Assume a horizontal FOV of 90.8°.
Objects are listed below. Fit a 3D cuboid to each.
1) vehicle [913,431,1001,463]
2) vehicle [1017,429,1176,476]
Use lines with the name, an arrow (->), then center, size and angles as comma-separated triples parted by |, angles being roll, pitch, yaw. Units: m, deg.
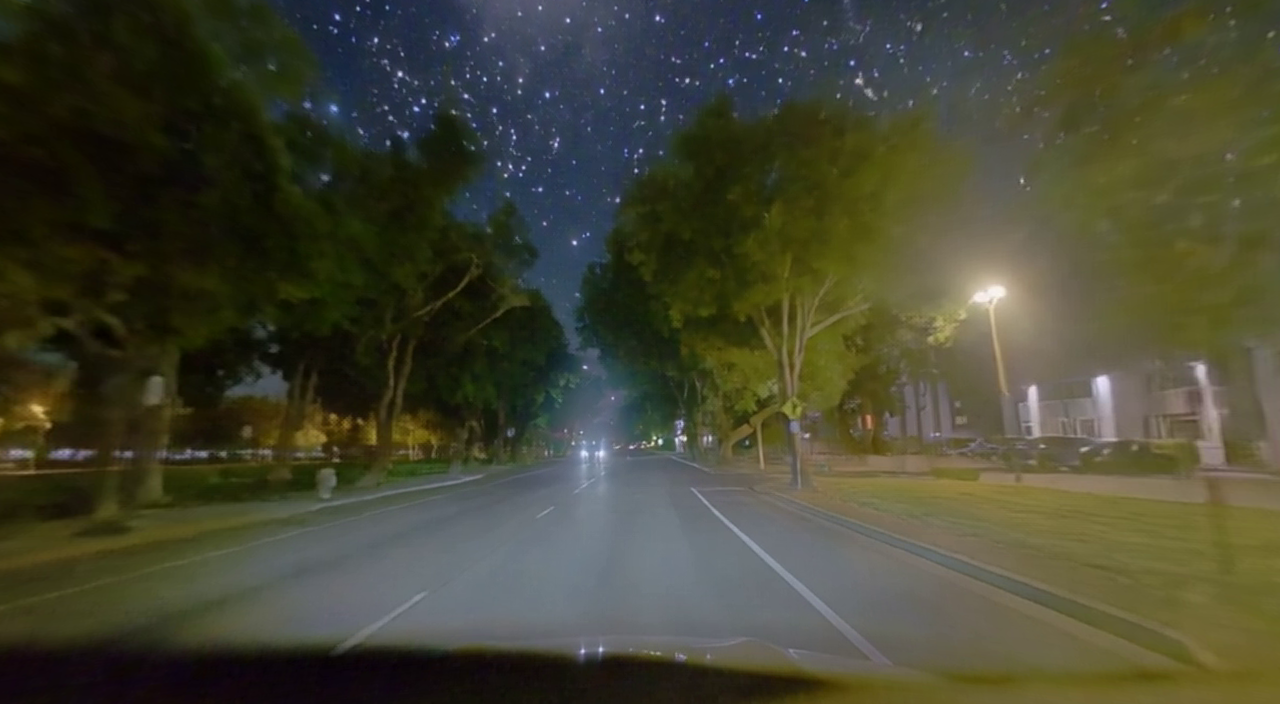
vehicle -> 21.092, 6.335, 42.149 | 4.593, 1.776, 2.094 | -4, -8, 1
vehicle -> 16.396, 3.629, 22.918 | 4.134, 1.580, 1.952 | -1, -8, 6
